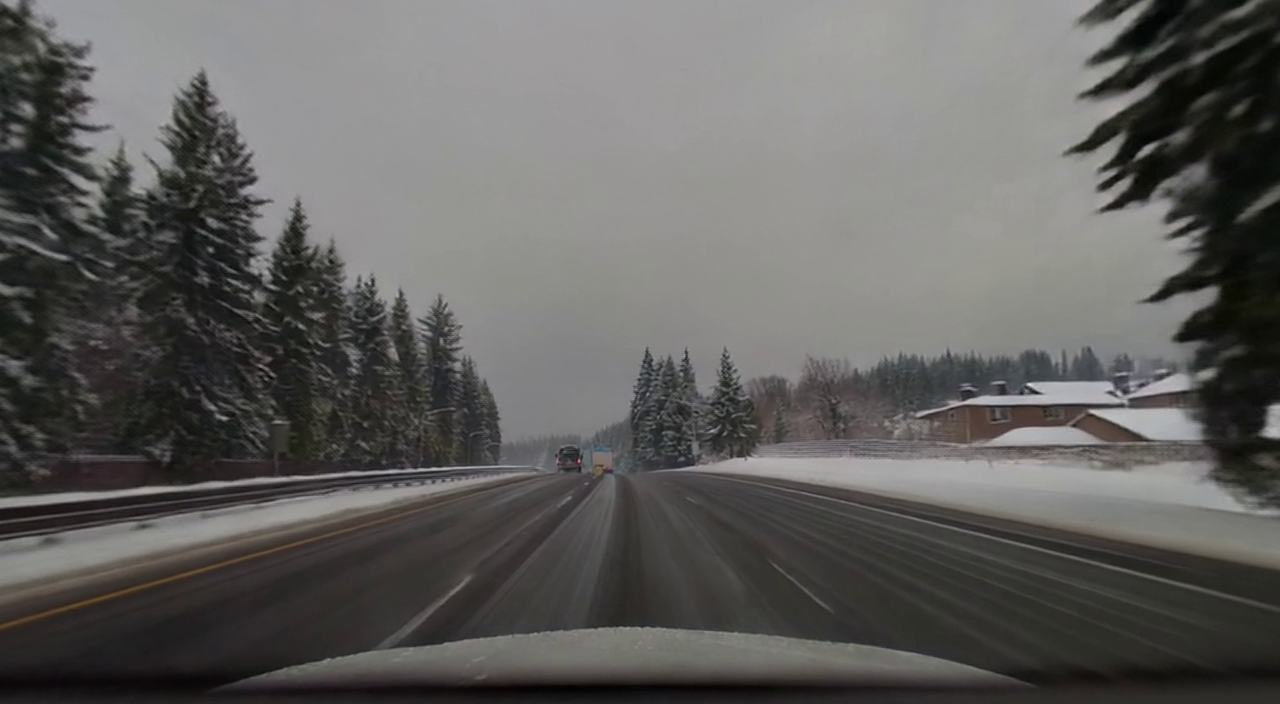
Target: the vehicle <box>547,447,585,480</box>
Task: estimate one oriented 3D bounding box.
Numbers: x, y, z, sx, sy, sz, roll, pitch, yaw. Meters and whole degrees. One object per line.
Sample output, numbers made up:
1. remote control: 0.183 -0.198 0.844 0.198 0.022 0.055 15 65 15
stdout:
1. vehicle: -5.417 8.211 46.892 2.323 2.252 4.808 0 -9 -2
